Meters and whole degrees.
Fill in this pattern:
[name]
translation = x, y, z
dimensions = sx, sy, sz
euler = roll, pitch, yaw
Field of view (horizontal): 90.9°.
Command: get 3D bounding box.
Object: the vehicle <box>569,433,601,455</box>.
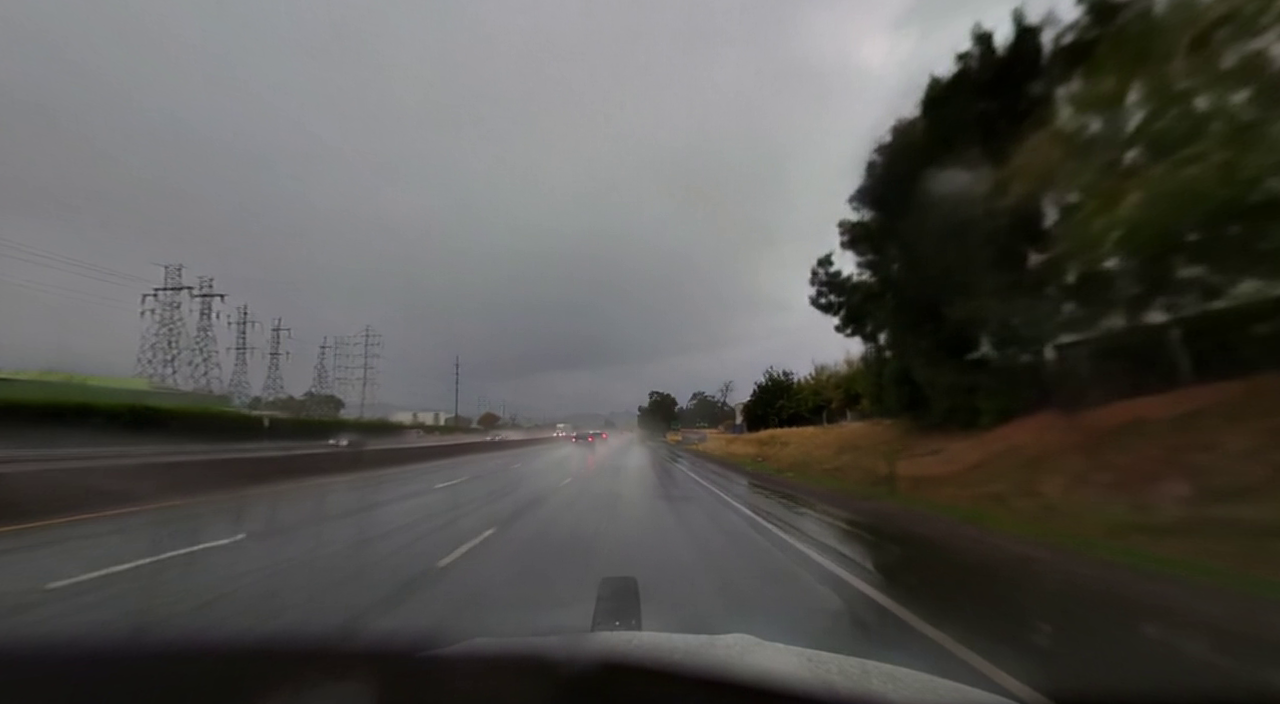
[vehicle]
translation = -3.895, 6.584, 45.160
dimensions = 1.952, 1.462, 3.969
euler = 0, -8, -1
